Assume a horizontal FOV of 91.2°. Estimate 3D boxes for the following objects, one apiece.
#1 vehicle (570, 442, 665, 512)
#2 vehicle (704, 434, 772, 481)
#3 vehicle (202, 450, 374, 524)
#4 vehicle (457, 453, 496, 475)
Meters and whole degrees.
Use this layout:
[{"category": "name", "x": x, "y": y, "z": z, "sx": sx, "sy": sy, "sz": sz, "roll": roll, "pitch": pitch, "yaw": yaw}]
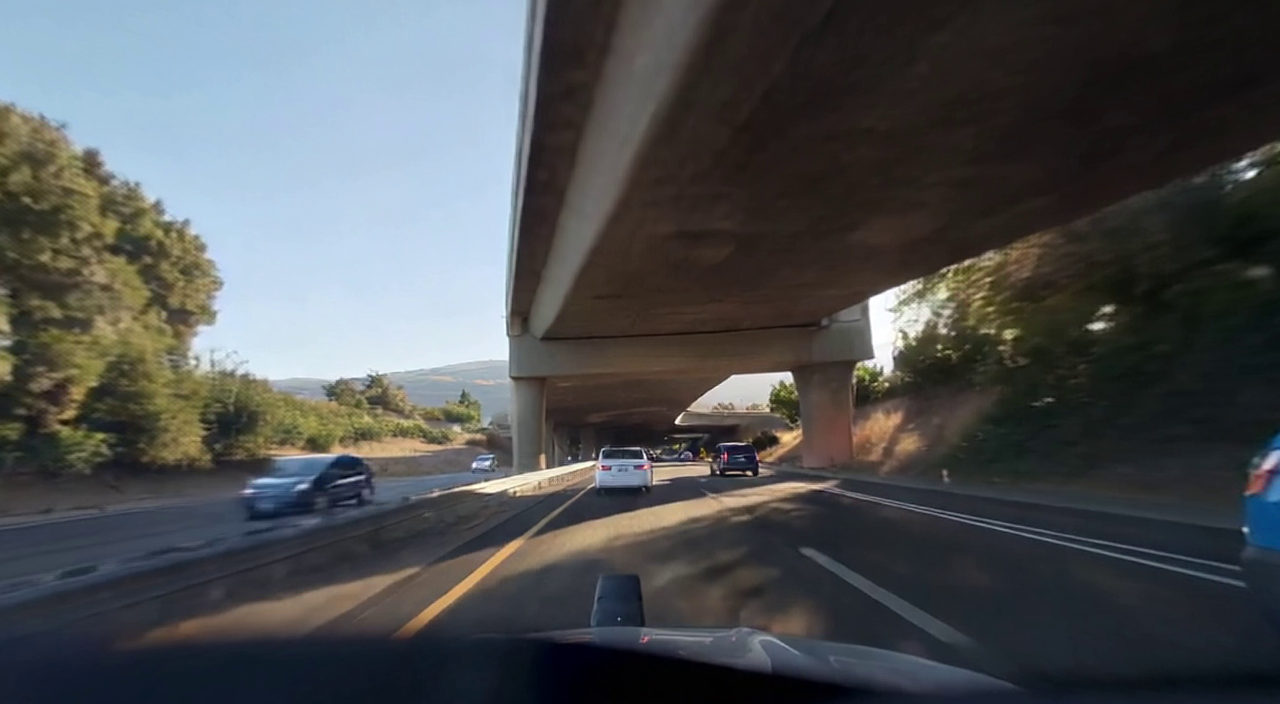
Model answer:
[{"category": "vehicle", "x": -0.484, "y": 2.987, "z": 15.419, "sx": 2.029, "sy": 1.483, "sz": 3.769, "roll": 0, "pitch": -9, "yaw": 0}, {"category": "vehicle", "x": 4.382, "y": 4.801, "z": 28.780, "sx": 2.261, "sy": 1.952, "sz": 4.784, "roll": 0, "pitch": -9, "yaw": -1}, {"category": "vehicle", "x": -8.382, "y": 3.206, "z": 15.454, "sx": 1.867, "sy": 1.515, "sz": 4.107, "roll": 0, "pitch": -9, "yaw": 0}, {"category": "vehicle", "x": -12.510, "y": 8.554, "z": 48.120, "sx": 1.823, "sy": 1.539, "sz": 4.087, "roll": 0, "pitch": -9, "yaw": 1}]
